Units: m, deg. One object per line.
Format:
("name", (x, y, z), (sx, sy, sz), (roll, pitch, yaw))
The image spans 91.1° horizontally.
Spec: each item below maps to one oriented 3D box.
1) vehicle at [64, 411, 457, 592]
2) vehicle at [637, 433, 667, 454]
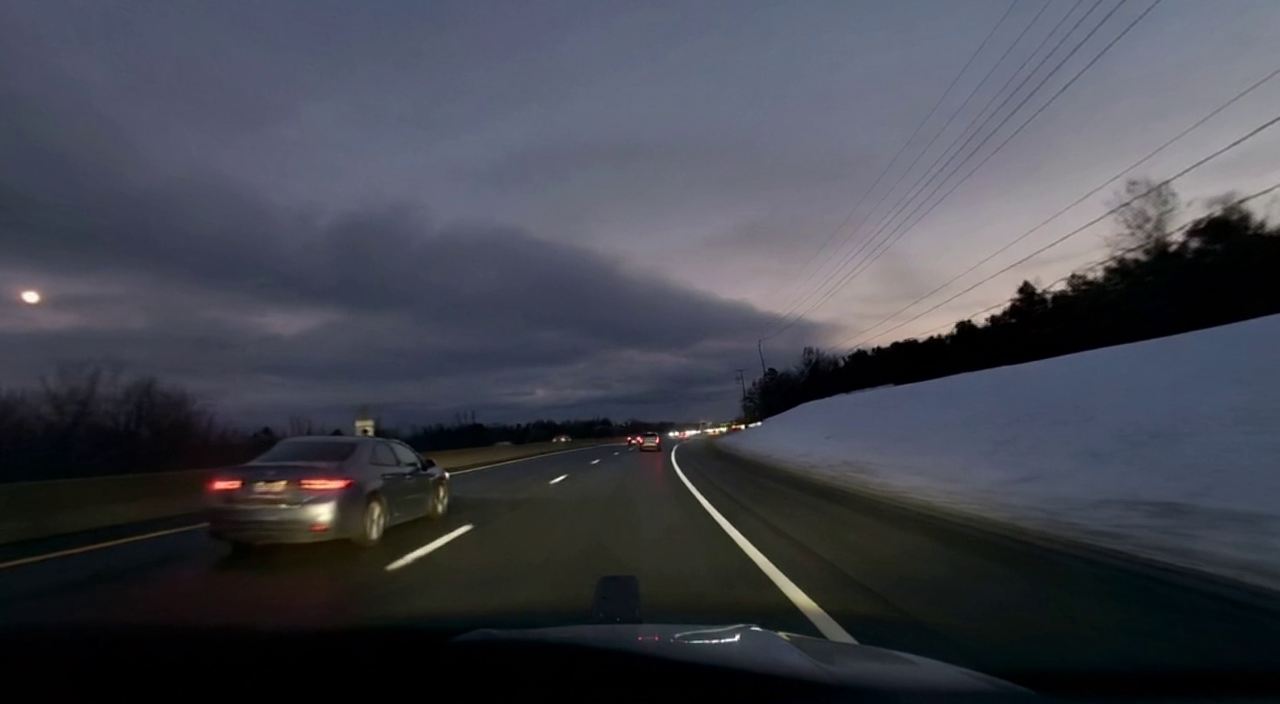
("vehicle", (-3.850, 1.555, 7.510), (2.030, 1.522, 4.250), (0, -8, 0))
("vehicle", (0.943, 6.893, 47.631), (2.077, 1.523, 4.206), (0, -8, 3))
